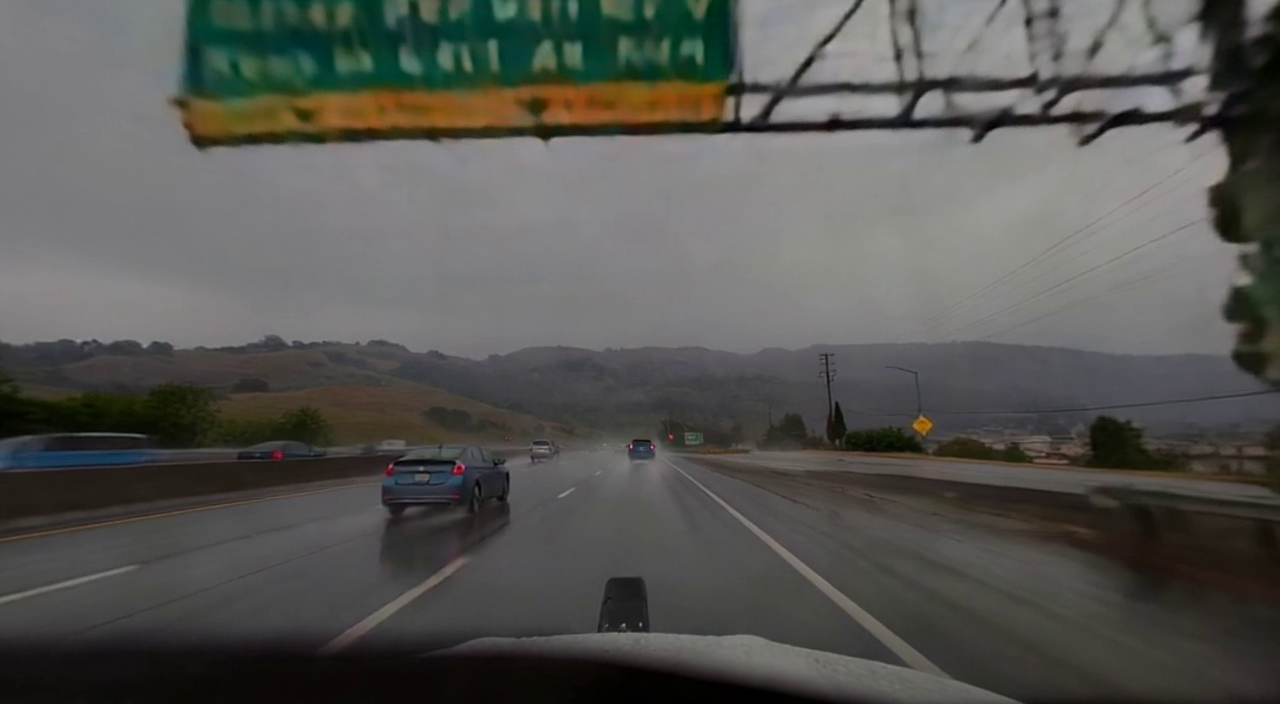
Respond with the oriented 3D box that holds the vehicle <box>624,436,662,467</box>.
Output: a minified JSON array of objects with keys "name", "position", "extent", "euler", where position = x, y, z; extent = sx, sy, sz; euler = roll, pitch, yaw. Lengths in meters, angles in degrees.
[{"name":"vehicle","position":[0.159,6.089,38.713],"extent":[2.194,1.737,4.127],"euler":[0,-8,-1]}]

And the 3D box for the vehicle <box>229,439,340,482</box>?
[{"name":"vehicle","position":[-14.504,4.431,26.073],"extent":[2.047,1.608,4.257],"euler":[0,-8,1]}]

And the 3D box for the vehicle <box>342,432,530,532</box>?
[{"name":"vehicle","position":[-3.582,2.361,12.206],"extent":[1.967,1.517,4.808],"euler":[-1,-8,1]}]

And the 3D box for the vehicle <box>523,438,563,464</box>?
[{"name":"vehicle","position":[-7.015,7.197,46.152],"extent":[2.091,1.775,4.601],"euler":[-1,-8,1]}]
